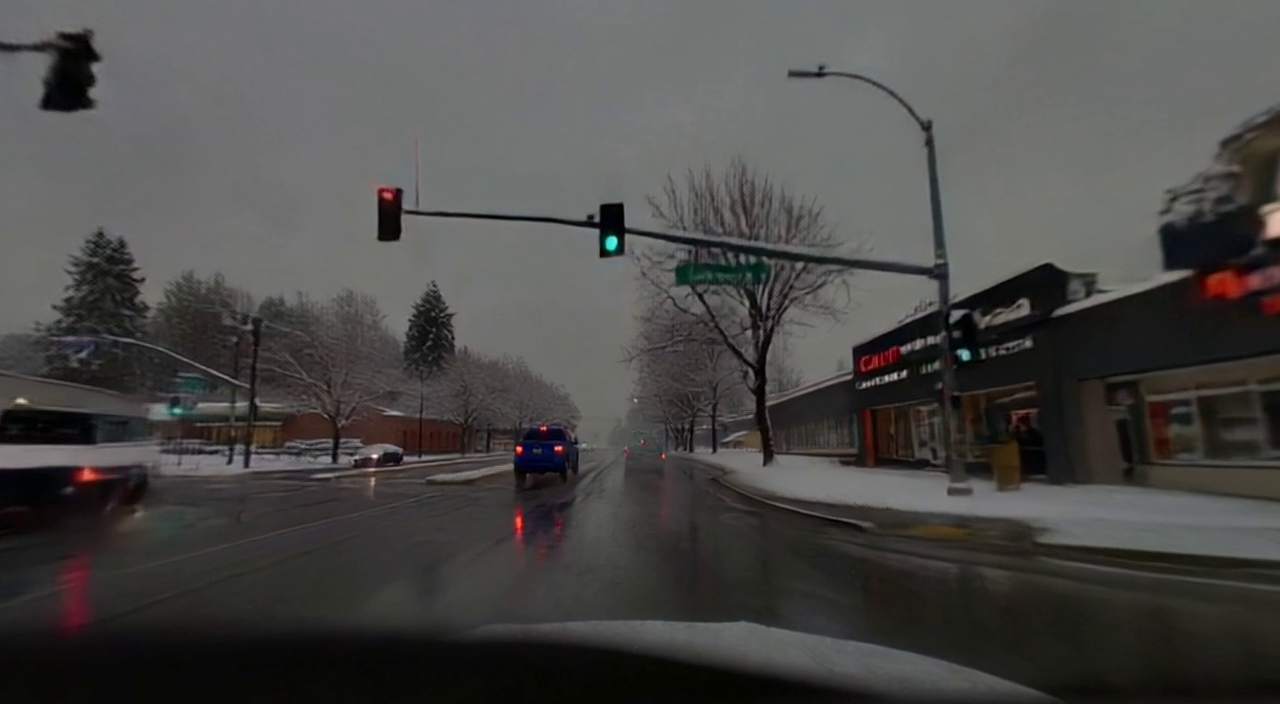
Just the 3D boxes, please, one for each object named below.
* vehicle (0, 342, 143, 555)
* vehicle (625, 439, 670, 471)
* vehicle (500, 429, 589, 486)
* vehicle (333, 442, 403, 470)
[{"bbox_3d":[-9.997,1.450,9.667,2.507,2.667,4.567,4,-9,-24],"label":"vehicle"},{"bbox_3d":[0.336,5.169,31.863,2.103,1.487,4.101,0,-8,0],"label":"vehicle"},{"bbox_3d":[-3.251,3.723,22.661,2.464,1.777,5.128,0,-8,-1],"label":"vehicle"},{"bbox_3d":[-15.961,6.116,37.413,1.912,1.432,5.070,-3,-8,0],"label":"vehicle"}]
